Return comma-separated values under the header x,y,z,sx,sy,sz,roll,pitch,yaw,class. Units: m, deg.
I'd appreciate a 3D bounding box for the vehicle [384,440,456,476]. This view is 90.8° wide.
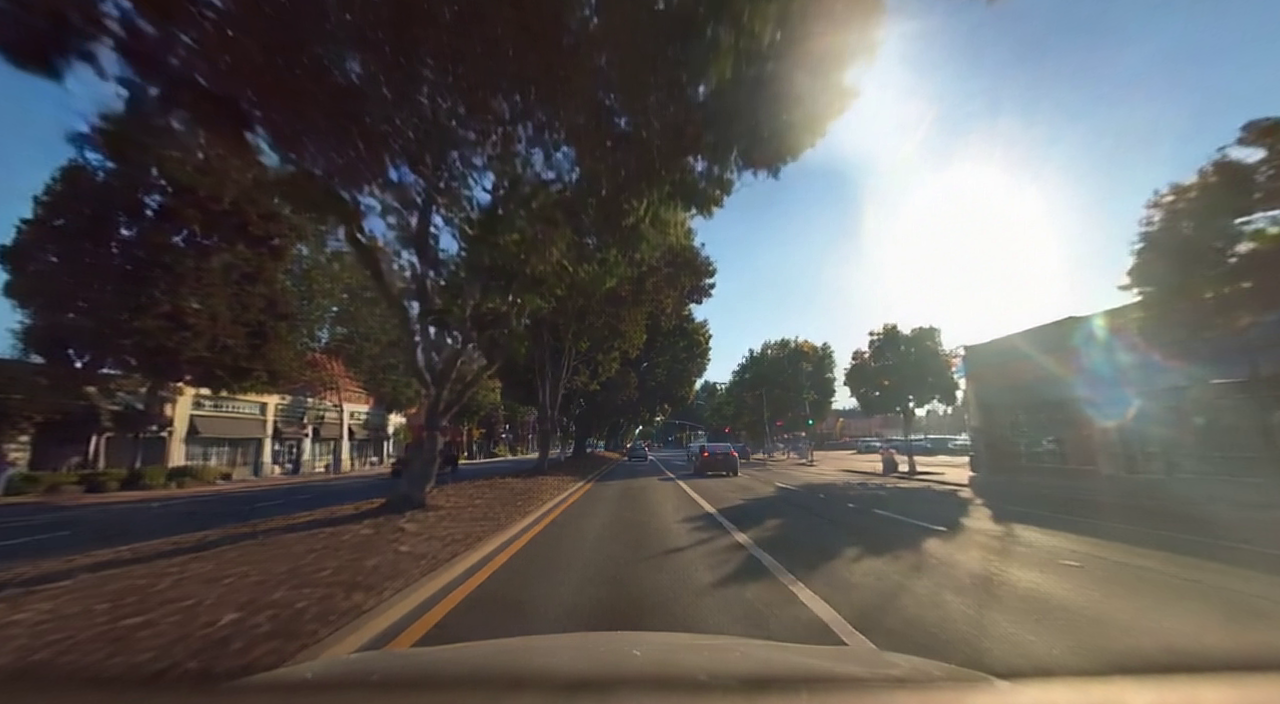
x,y,z,sx,sy,sz,roll,pitch,yaw,class
-11.833,5.741,34.363,2.116,1.789,4.889,0,-9,0,vehicle

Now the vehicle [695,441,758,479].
x,y,z,sx,sy,sz,roll,pitch,yaw,class
3.592,4.587,27.150,1.983,1.482,4.463,0,-9,-1,vehicle
